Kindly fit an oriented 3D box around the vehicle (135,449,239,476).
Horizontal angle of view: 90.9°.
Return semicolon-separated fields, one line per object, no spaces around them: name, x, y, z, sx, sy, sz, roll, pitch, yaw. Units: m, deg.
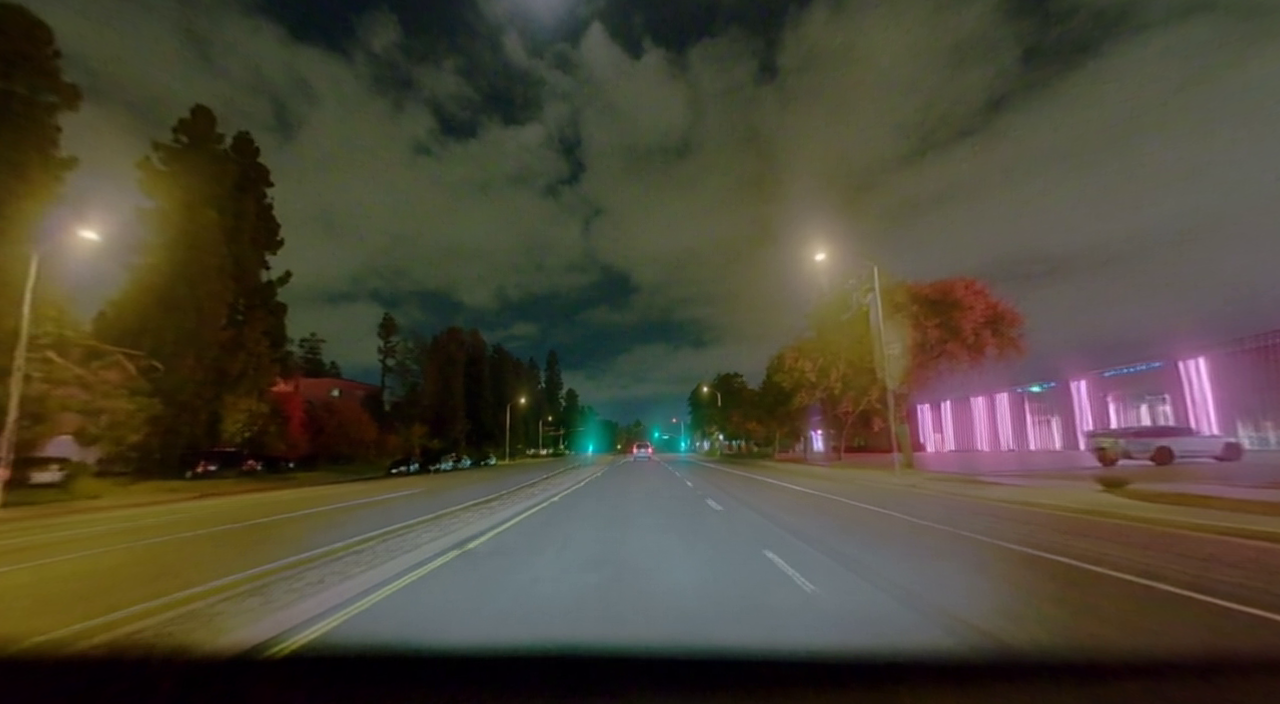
vehicle;-27.182;6.643;37.942;4.591;1.566;2.133;0;-9;-2

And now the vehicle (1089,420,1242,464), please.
vehicle;22.737;3.963;27.618;2.217;1.737;4.962;1;-9;-3

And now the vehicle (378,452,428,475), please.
vehicle;-18.618;8.725;49.697;1.959;1.682;4.628;0;-9;3

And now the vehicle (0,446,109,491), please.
vehicle;-26.443;4.981;27.267;4.979;1.829;2.087;0;-9;2
